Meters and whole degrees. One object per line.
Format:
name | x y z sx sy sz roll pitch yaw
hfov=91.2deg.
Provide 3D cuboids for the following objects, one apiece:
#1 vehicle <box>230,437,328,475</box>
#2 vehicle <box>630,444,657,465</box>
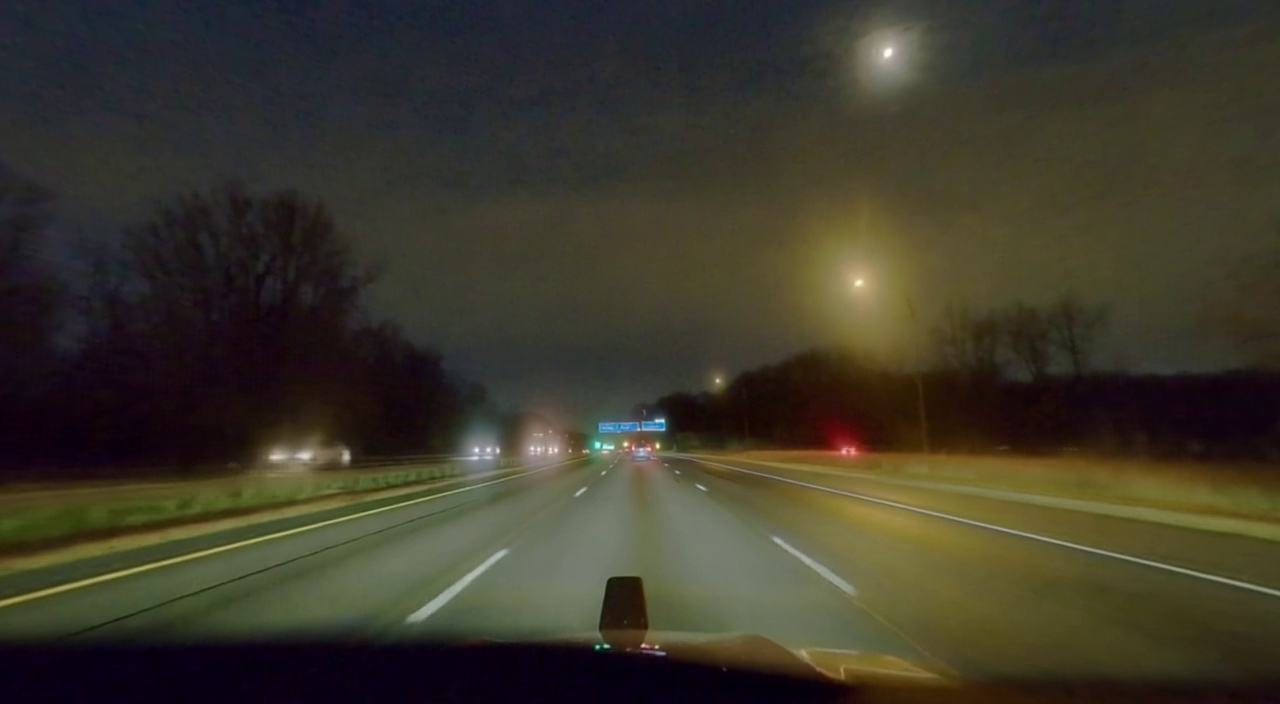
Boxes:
vehicle | -16.896 4.886 29.667 1.951 1.640 4.508 0 -9 0
vehicle | 0.253 7.412 45.613 1.859 1.478 3.799 0 -9 0
